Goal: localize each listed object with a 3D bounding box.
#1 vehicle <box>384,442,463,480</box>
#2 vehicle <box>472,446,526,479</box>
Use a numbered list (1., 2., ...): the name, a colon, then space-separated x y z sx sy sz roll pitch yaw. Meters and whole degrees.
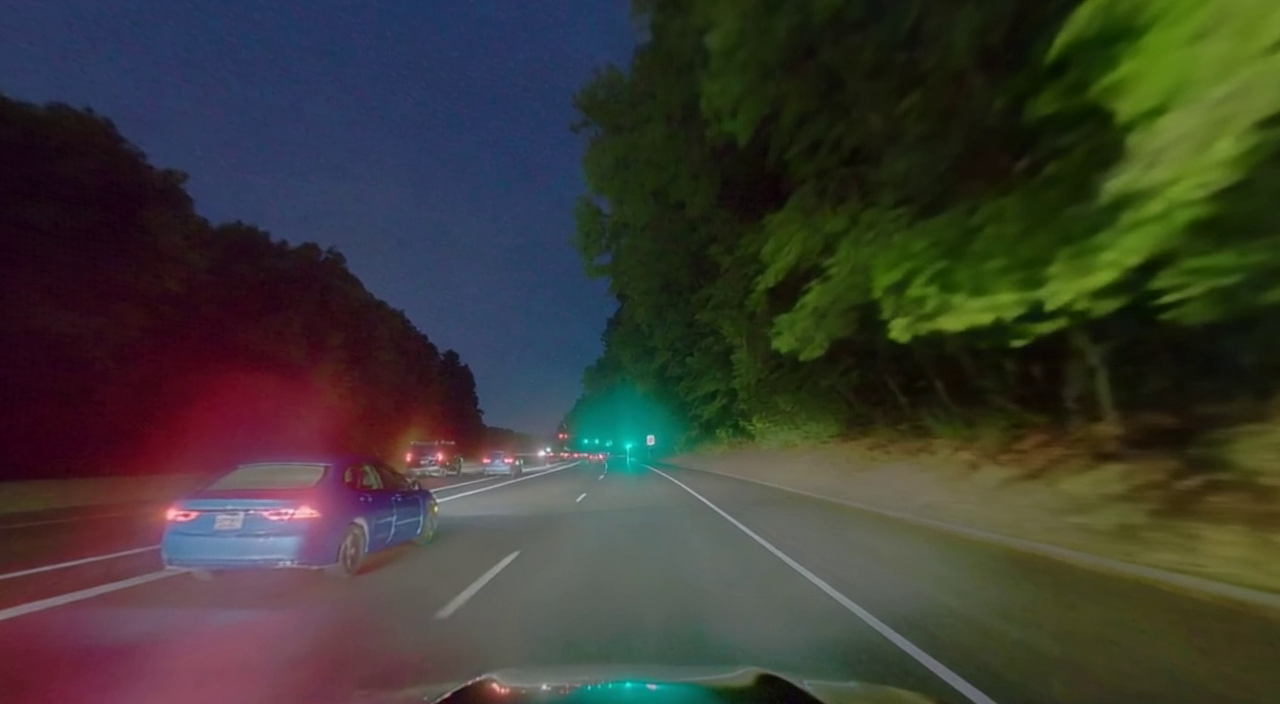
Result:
1. vehicle: -11.845 6.012 34.975 2.425 1.926 5.584 0 -9 -1
2. vehicle: -7.576 5.965 34.252 2.060 1.680 4.255 0 -9 -1
